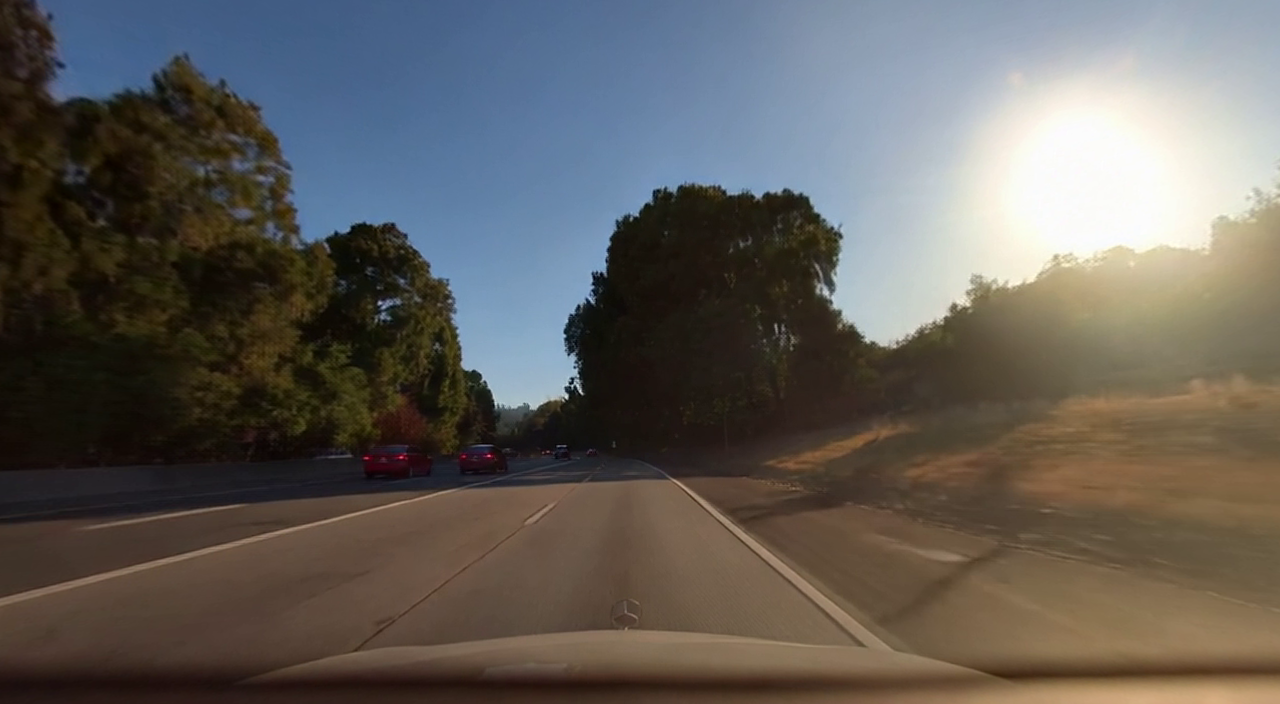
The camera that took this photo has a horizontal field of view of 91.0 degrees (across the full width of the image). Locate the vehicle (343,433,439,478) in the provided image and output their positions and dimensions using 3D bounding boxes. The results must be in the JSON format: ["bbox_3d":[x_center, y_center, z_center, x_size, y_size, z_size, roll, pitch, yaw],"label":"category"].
[{"bbox_3d":[-11.787,4.970,30.371,2.425,1.926,5.584,0,-9,-1],"label":"vehicle"}]

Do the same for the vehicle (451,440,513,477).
[{"bbox_3d":[-7.750,5.265,31.324,2.060,1.680,4.255,0,-9,-1],"label":"vehicle"}]
